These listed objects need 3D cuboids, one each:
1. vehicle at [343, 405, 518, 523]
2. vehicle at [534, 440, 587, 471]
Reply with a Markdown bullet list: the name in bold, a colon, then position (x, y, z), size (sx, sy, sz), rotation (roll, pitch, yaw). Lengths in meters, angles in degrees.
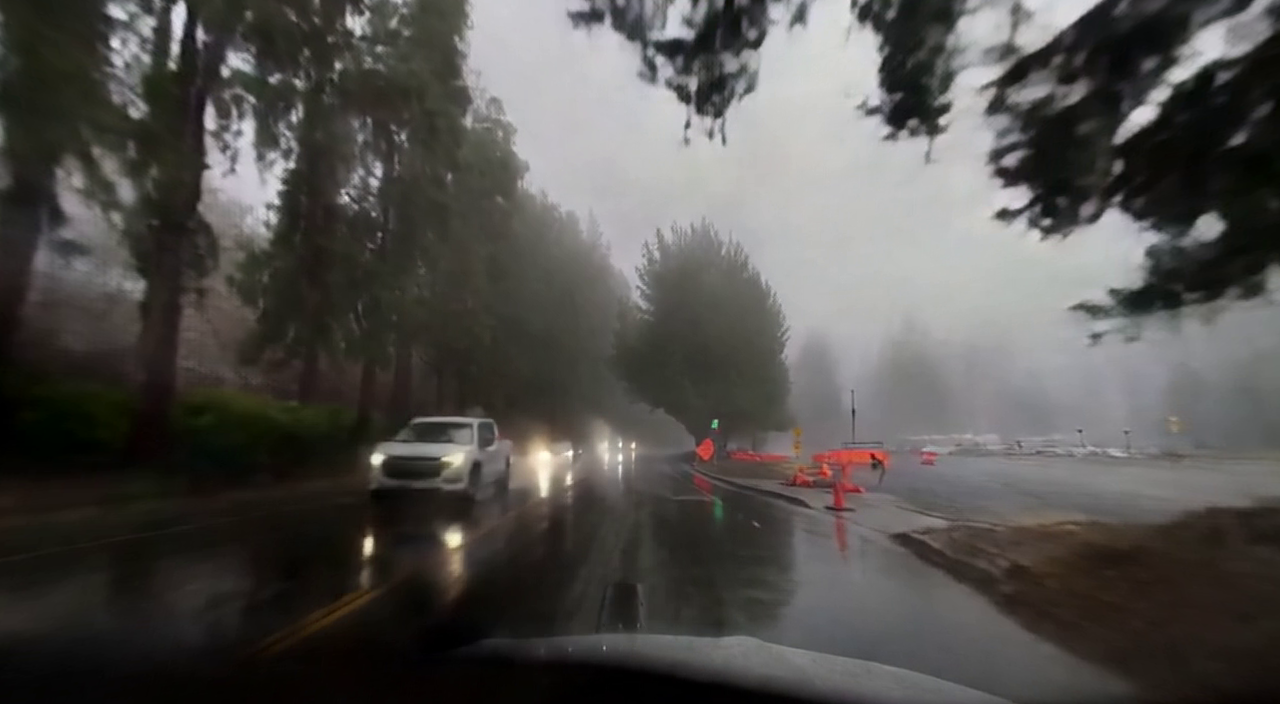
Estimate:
- **vehicle**: position (-4.074, 2.268, 13.266), size (2.064, 2.009, 4.512), rotation (0, -8, 1)
- **vehicle**: position (-4.004, 5.260, 32.365), size (1.964, 1.481, 4.199), rotation (-1, -8, 3)
